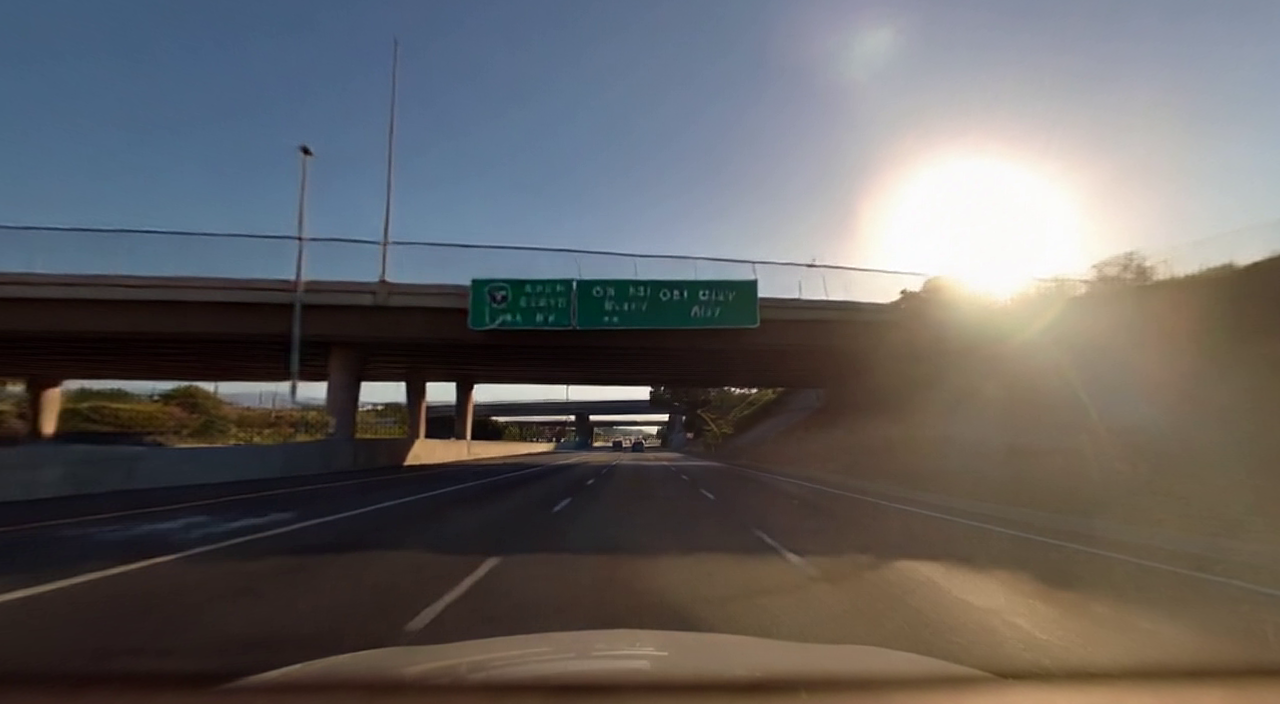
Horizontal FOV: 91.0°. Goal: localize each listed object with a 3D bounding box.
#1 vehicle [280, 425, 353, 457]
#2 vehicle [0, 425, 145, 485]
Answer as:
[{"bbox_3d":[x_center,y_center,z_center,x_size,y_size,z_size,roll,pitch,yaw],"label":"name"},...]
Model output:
[{"bbox_3d":[-20.857,5.785,40.798,2.148,1.941,4.901,0,-8,-1],"label":"vehicle"},{"bbox_3d":[-16.279,2.810,17.412,1.733,1.434,4.293,-1,-8,-1],"label":"vehicle"}]
